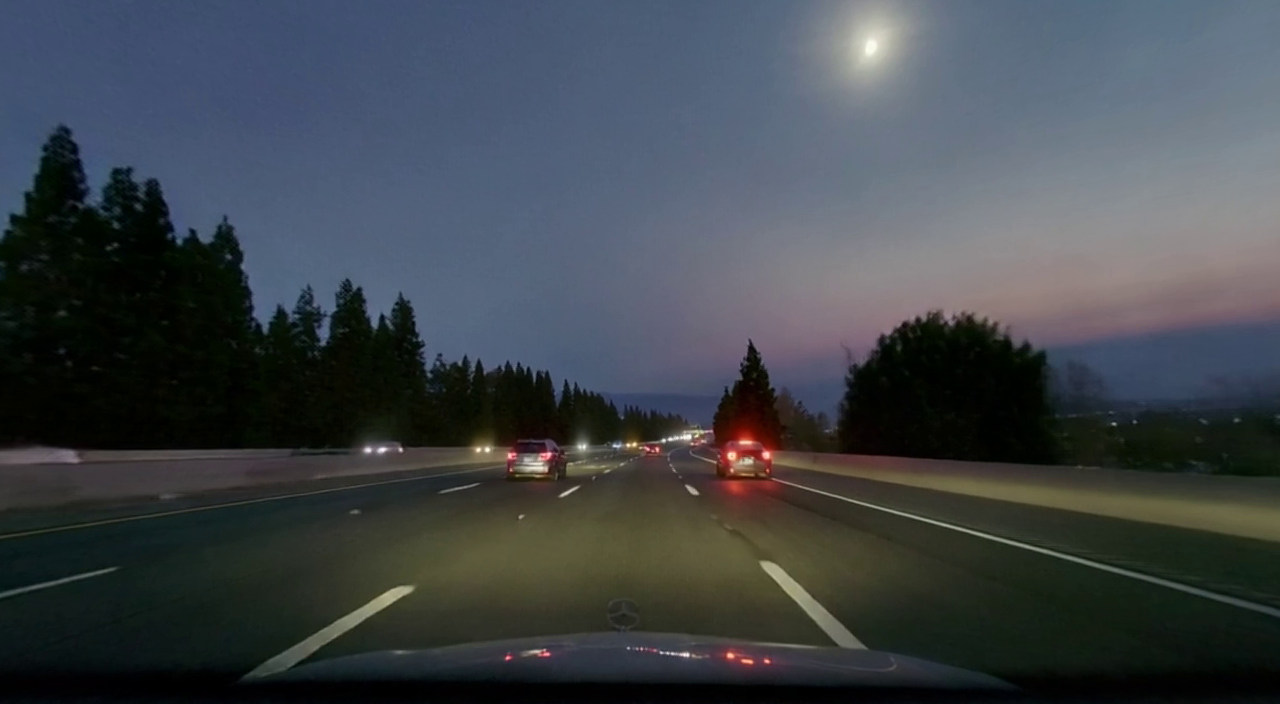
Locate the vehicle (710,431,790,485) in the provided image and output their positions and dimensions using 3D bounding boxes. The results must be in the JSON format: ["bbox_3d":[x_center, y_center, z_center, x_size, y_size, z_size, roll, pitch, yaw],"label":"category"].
[{"bbox_3d":[3.930,3.874,23.291,2.149,1.796,4.487,0,-8,0],"label":"vehicle"}]

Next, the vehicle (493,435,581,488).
[{"bbox_3d":[-3.376,3.705,21.594,2.166,1.608,4.297,0,-8,2],"label":"vehicle"}]
